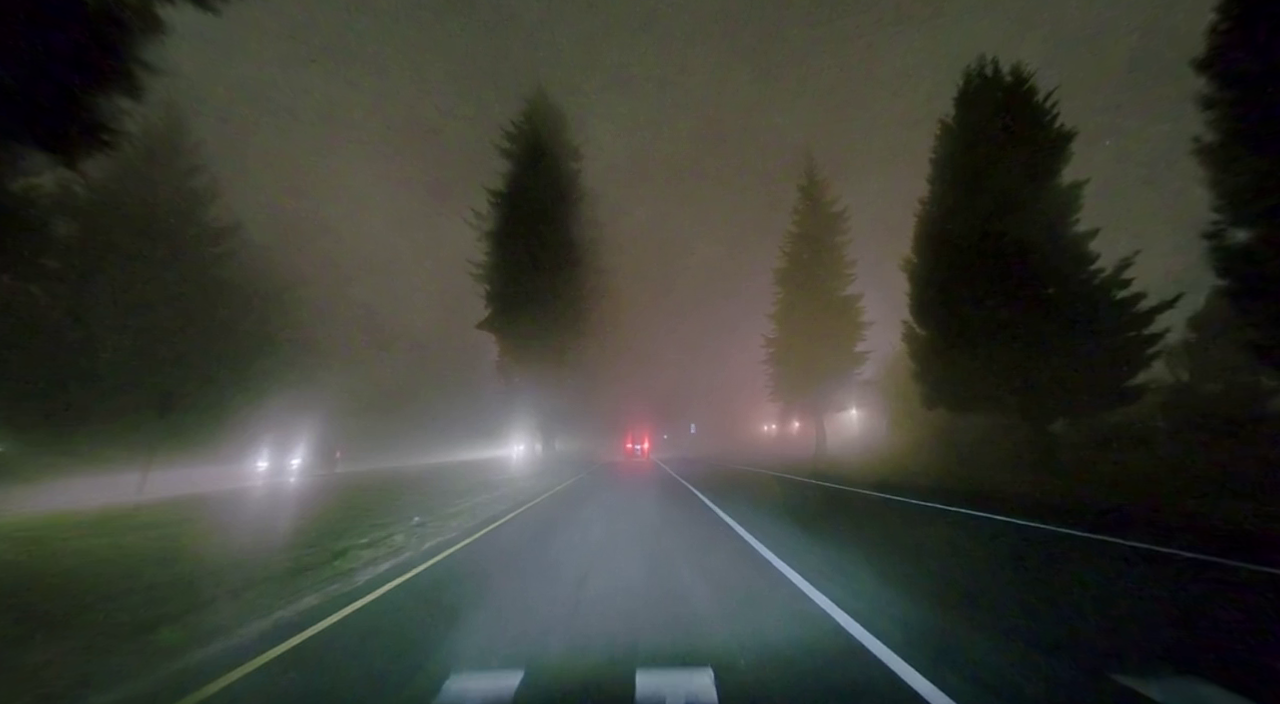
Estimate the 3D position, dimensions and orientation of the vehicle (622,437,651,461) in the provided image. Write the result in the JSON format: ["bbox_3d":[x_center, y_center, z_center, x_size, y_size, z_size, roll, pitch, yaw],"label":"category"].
[{"bbox_3d":[-0.288,6.967,45.499,2.016,1.665,3.932,0,-8,-1],"label":"vehicle"}]

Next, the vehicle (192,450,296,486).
[{"bbox_3d":[-18.501,5.420,29.789,1.835,1.496,4.713,0,-8,0],"label":"vehicle"}]
